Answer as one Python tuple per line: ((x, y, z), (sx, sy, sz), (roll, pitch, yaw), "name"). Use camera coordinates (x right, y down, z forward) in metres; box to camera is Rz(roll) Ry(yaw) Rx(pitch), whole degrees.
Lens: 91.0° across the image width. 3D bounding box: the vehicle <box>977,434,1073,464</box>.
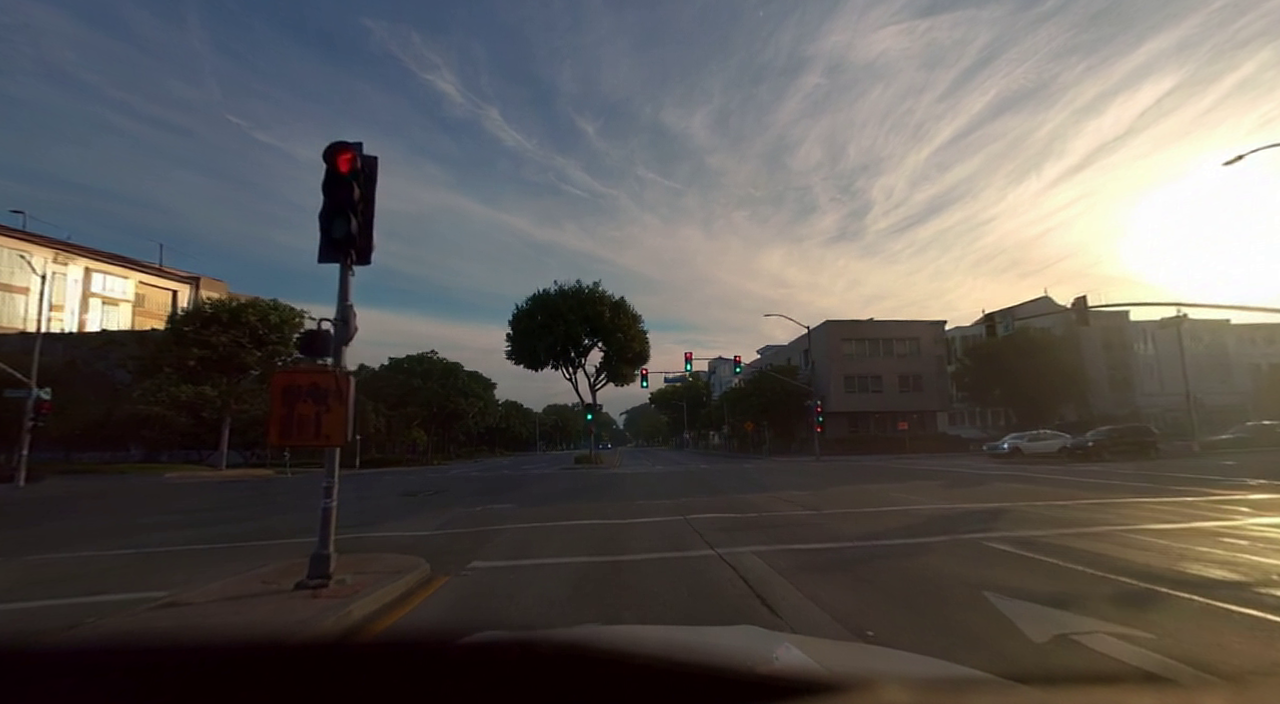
((21.889, 5.501, 35.803), (4.769, 1.634, 1.884), (3, -9, -19), "vehicle")
